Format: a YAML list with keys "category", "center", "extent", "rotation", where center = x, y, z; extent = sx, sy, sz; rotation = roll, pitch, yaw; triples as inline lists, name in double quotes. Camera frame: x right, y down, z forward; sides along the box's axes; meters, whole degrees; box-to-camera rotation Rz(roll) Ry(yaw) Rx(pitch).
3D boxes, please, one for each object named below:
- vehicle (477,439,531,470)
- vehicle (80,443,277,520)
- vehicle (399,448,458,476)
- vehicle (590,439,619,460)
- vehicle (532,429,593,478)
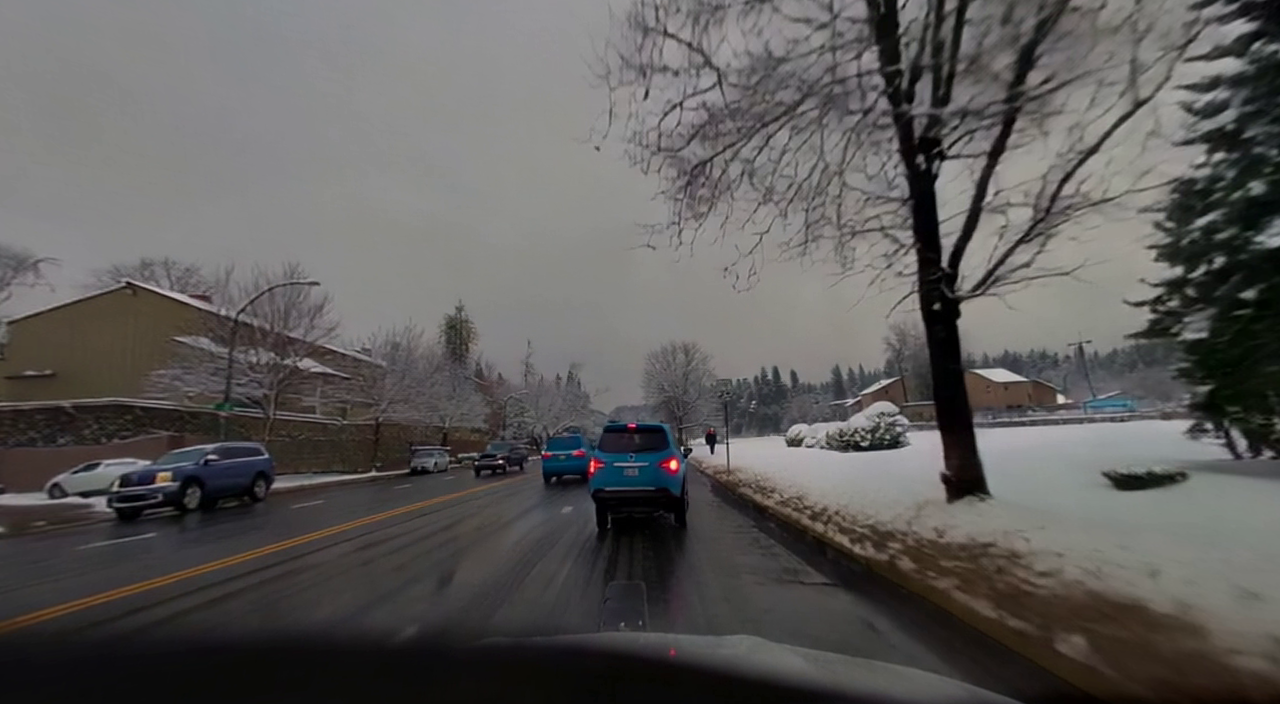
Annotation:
- category: "vehicle"
  center: [-8.442, 6.382, 39.444]
  extent: [2.060, 1.785, 5.303]
  rotation: [0, -8, 1]
- category: "vehicle"
  center: [-12.368, 3.434, 17.318]
  extent: [1.928, 1.800, 4.632]
  rotation: [0, -8, -1]
- category: "vehicle"
  center: [-12.197, 6.349, 36.498]
  extent: [1.887, 1.469, 4.691]
  rotation: [0, -9, -1]
- category: "vehicle"
  center: [-2.726, 7.570, 48.815]
  extent: [2.007, 1.615, 3.758]
  rotation: [0, -8, 1]
- category: "vehicle"
  center: [-3.078, 4.134, 25.703]
  extent: [1.908, 1.809, 4.230]
  rotation: [0, -8, 1]
